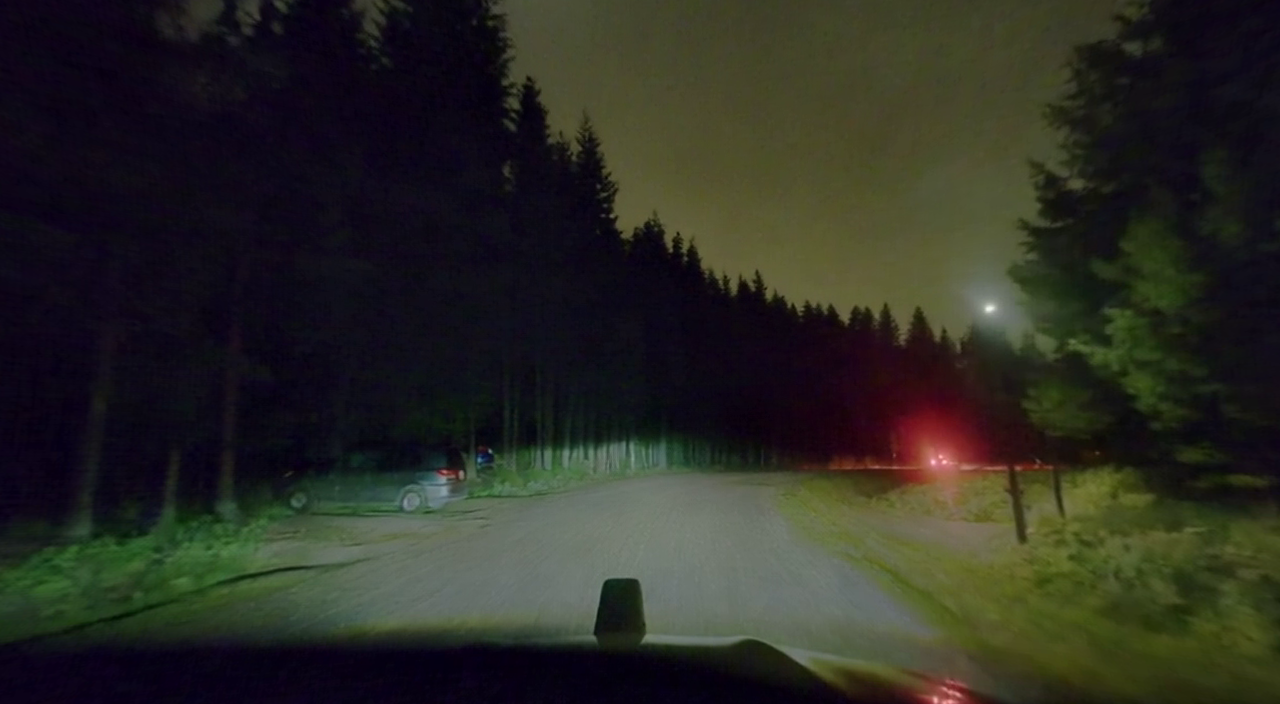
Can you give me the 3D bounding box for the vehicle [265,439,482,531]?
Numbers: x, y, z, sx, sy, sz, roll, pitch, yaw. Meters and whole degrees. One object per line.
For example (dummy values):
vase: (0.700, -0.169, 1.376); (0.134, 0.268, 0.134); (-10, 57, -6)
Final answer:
vehicle: (-5.115, 2.650, 13.037); (2.166, 1.512, 4.822); (0, -9, 3)
